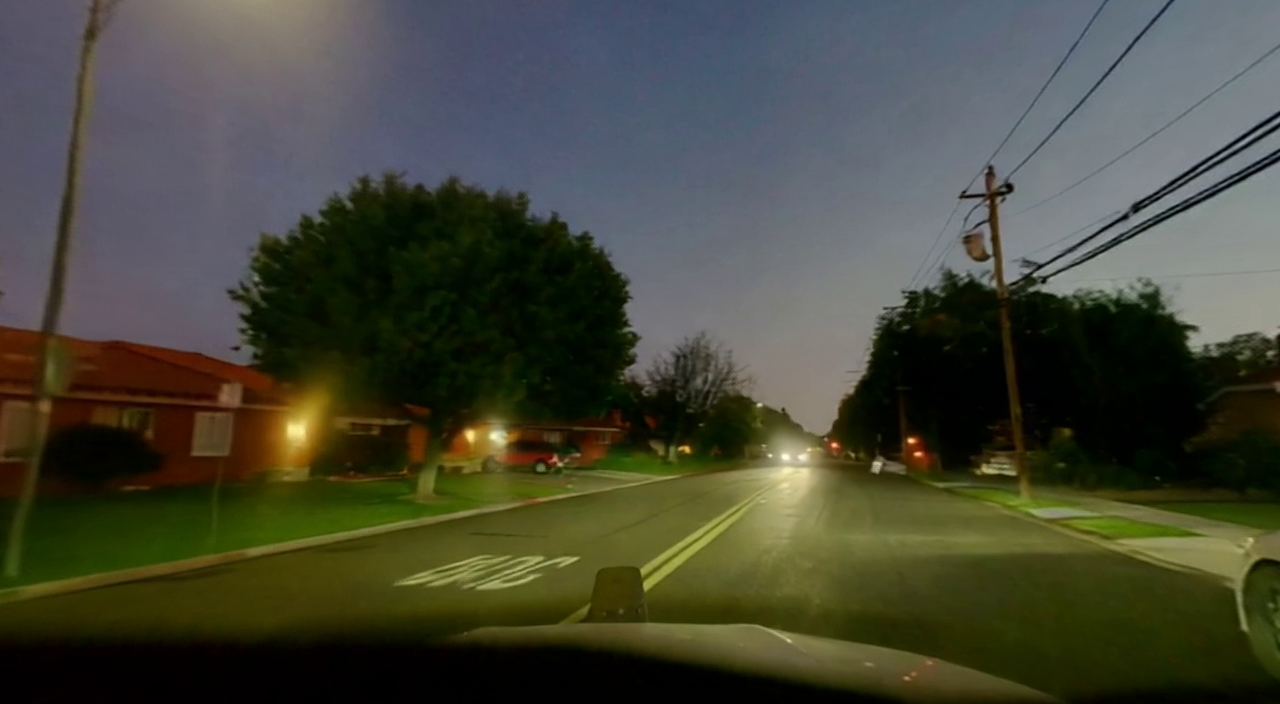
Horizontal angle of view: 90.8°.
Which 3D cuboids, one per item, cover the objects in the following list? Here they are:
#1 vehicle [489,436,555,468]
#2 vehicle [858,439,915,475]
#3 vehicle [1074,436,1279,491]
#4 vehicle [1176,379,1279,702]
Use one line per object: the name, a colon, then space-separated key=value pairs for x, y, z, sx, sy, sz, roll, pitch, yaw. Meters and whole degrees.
vehicle: x=-7.157 y=6.176 z=38.985 sx=2.034 sy=1.829 sz=5.161 roll=-3 pitch=-10 yaw=14
vehicle: x=13.685 y=5.817 z=35.403 sx=2.114 sy=1.858 sz=5.144 roll=-2 pitch=-9 yaw=12
vehicle: x=15.980 y=3.268 z=18.727 sx=4.625 sy=1.501 sz=2.011 roll=-3 pitch=-9 yaw=16
vehicle: x=4.064 y=0.793 z=1.795 sx=2.067 sy=1.747 sz=4.522 roll=-3 pitch=-9 yaw=16
